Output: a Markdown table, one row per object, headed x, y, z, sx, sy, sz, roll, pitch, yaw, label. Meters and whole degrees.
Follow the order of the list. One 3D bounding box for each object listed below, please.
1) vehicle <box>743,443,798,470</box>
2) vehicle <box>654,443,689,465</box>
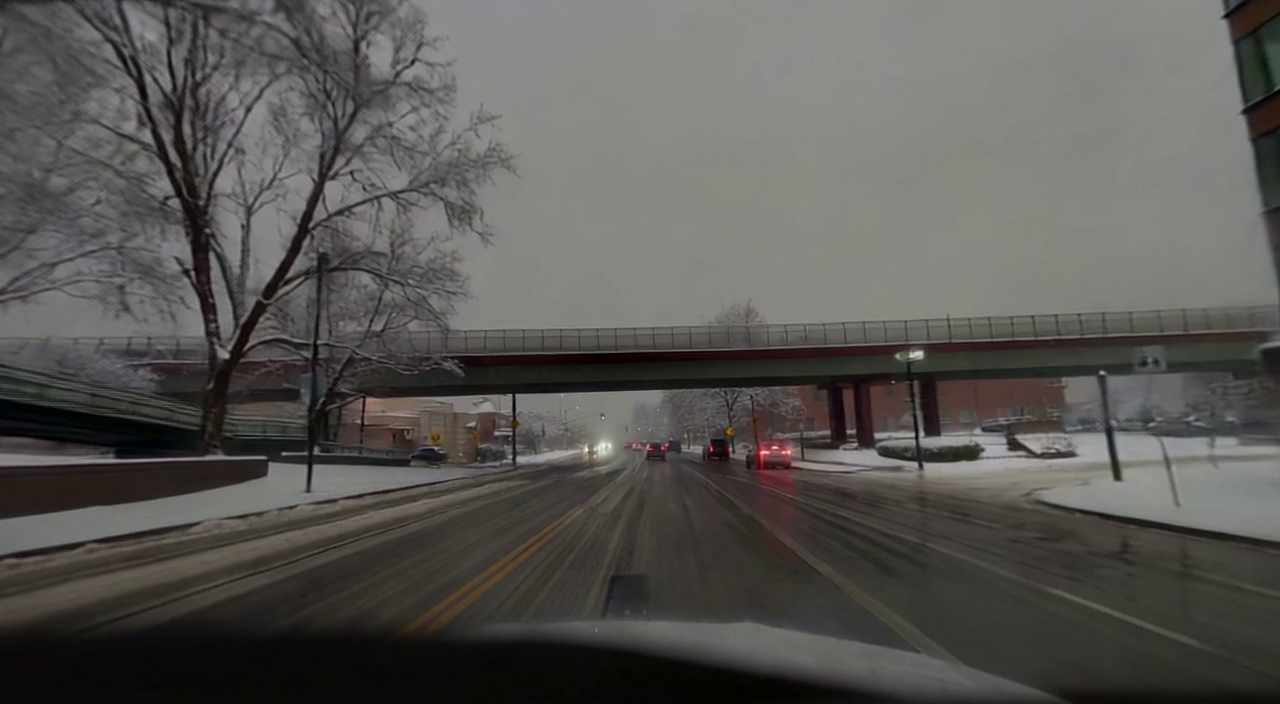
| x | y | z | sx | sy | sz | roll | pitch | yaw | label |
| --- | --- | --- | --- | --- | --- | --- | --- | --- | --- |
| 7.226 | 5.821 | 35.328 | 2.035 | 1.435 | 4.481 | 0 | -9 | -1 | vehicle |
| 2.135 | 7.081 | 43.881 | 2.280 | 1.475 | 4.051 | 0 | -9 | 1 | vehicle |
